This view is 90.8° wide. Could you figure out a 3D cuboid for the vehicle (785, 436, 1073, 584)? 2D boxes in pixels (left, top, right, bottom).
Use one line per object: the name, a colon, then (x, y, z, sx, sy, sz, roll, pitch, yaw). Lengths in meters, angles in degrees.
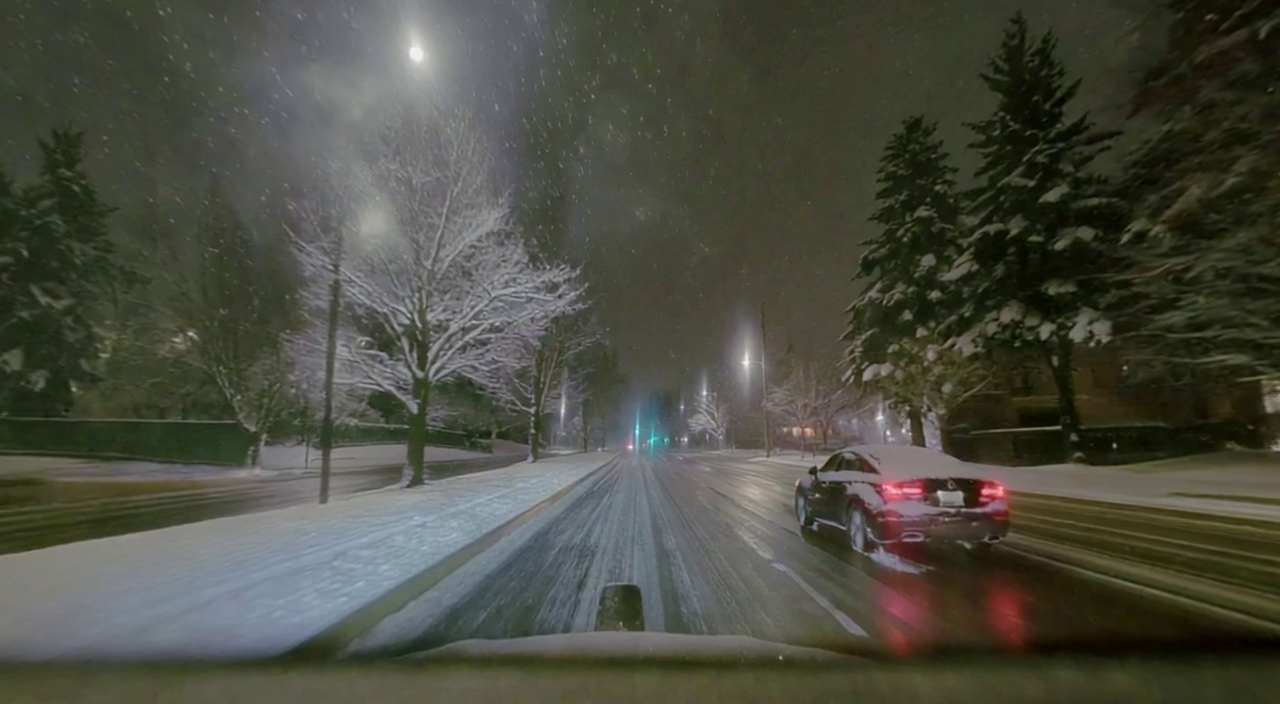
vehicle: (3.370, 1.891, 8.416, 1.852, 1.453, 4.083, 0, -9, -1)
